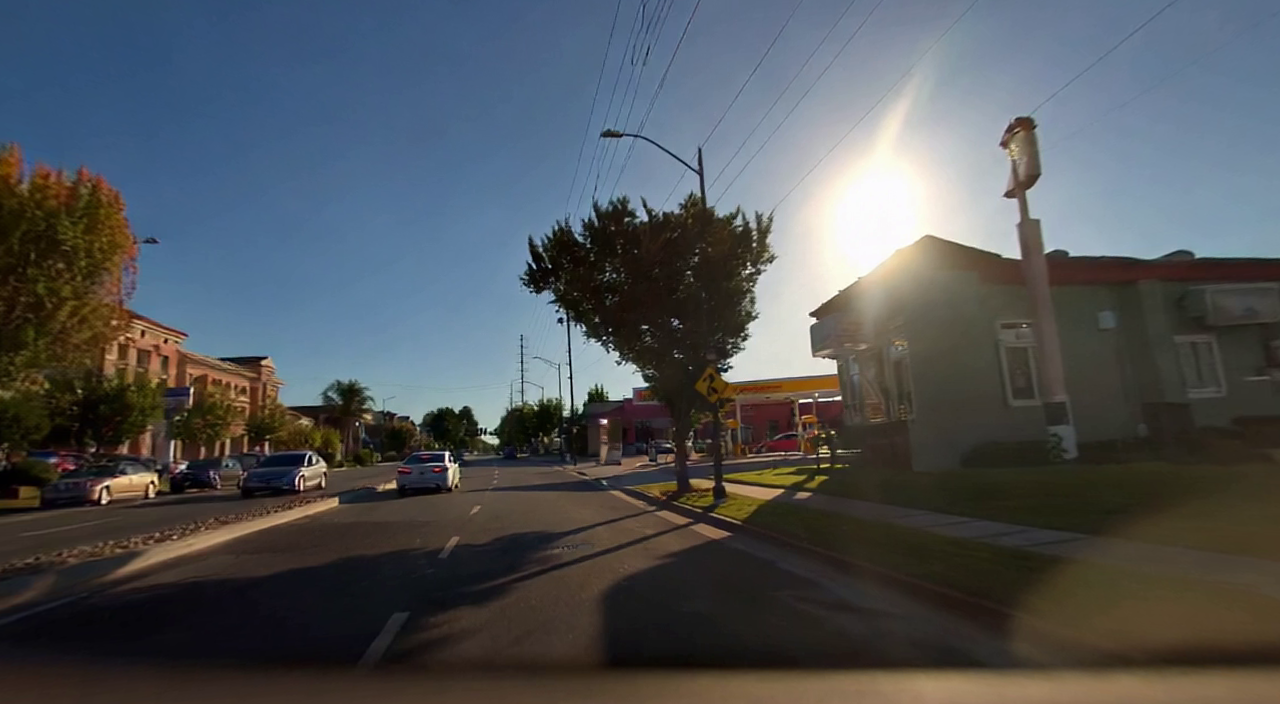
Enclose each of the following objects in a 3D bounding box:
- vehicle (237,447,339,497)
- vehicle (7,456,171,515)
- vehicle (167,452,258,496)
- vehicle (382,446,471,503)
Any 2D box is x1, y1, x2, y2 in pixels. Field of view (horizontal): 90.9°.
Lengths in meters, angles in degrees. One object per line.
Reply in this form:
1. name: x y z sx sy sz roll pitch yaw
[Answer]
1. vehicle: -13.073 4.430 23.777 2.129 1.655 4.442 2 -9 -13
2. vehicle: -19.767 4.744 23.006 2.276 1.760 4.779 1 -9 -11
3. vehicle: -23.022 6.549 34.239 2.336 2.092 4.625 1 -8 -11
4. vehicle: -6.385 3.648 19.323 2.073 1.525 3.968 1 -9 -12
